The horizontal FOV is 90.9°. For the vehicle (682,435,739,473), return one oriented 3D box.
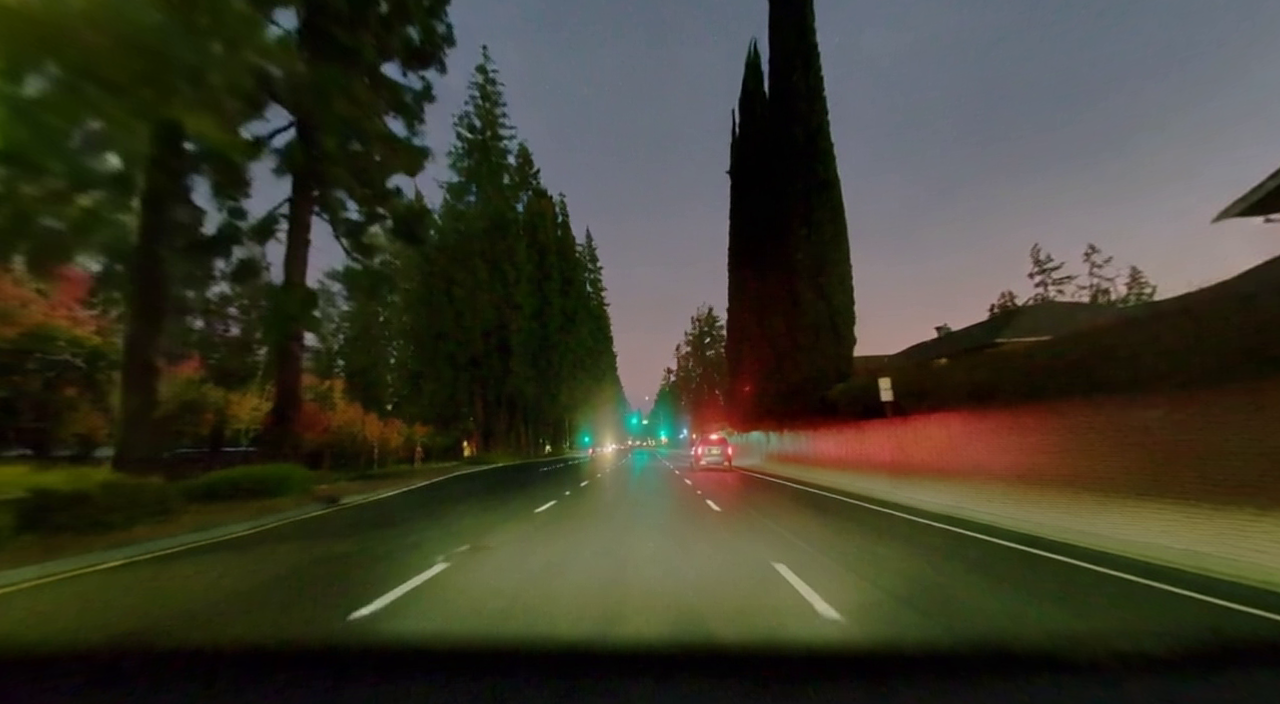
[{"bbox_3d":[3.432,5.076,31.621,2.321,1.695,5.037,0,-8,1],"label":"vehicle"}]
